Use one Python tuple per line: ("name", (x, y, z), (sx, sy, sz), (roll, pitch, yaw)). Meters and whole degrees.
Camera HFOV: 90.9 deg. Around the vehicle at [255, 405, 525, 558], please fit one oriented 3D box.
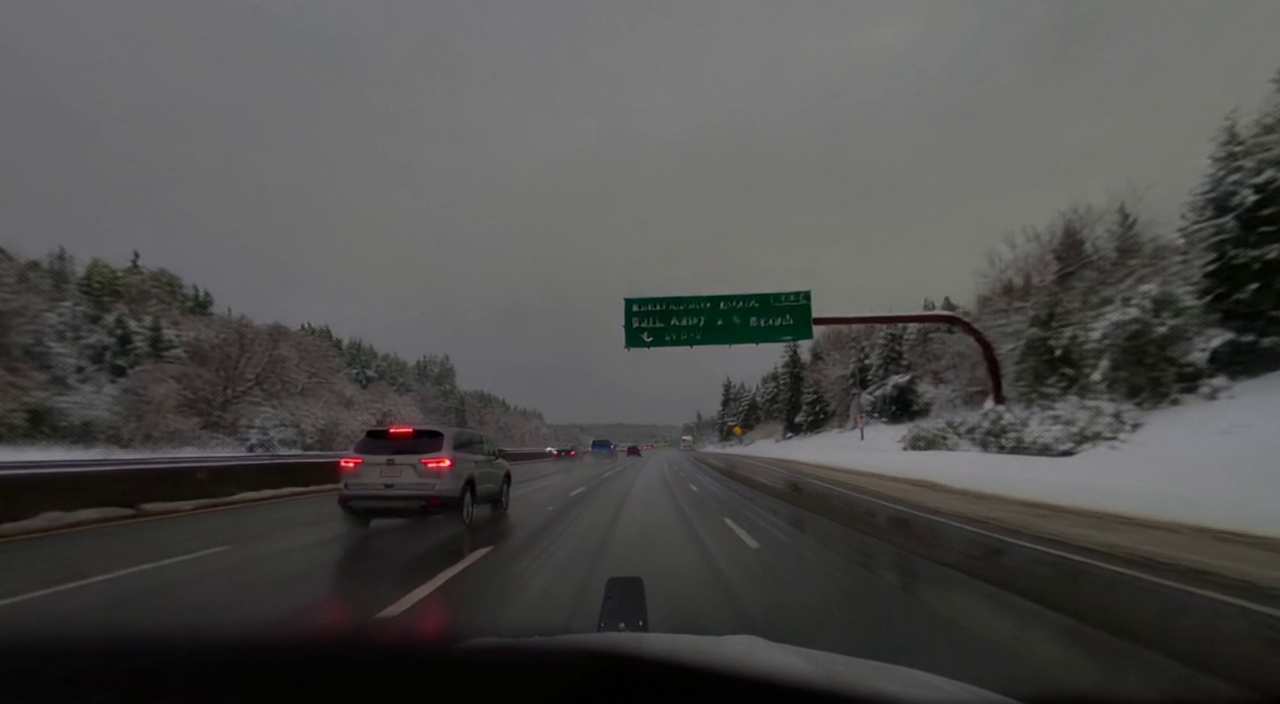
("vehicle", (-3.500, 1.950, 10.166), (2.218, 1.848, 4.789), (0, -9, 2))
